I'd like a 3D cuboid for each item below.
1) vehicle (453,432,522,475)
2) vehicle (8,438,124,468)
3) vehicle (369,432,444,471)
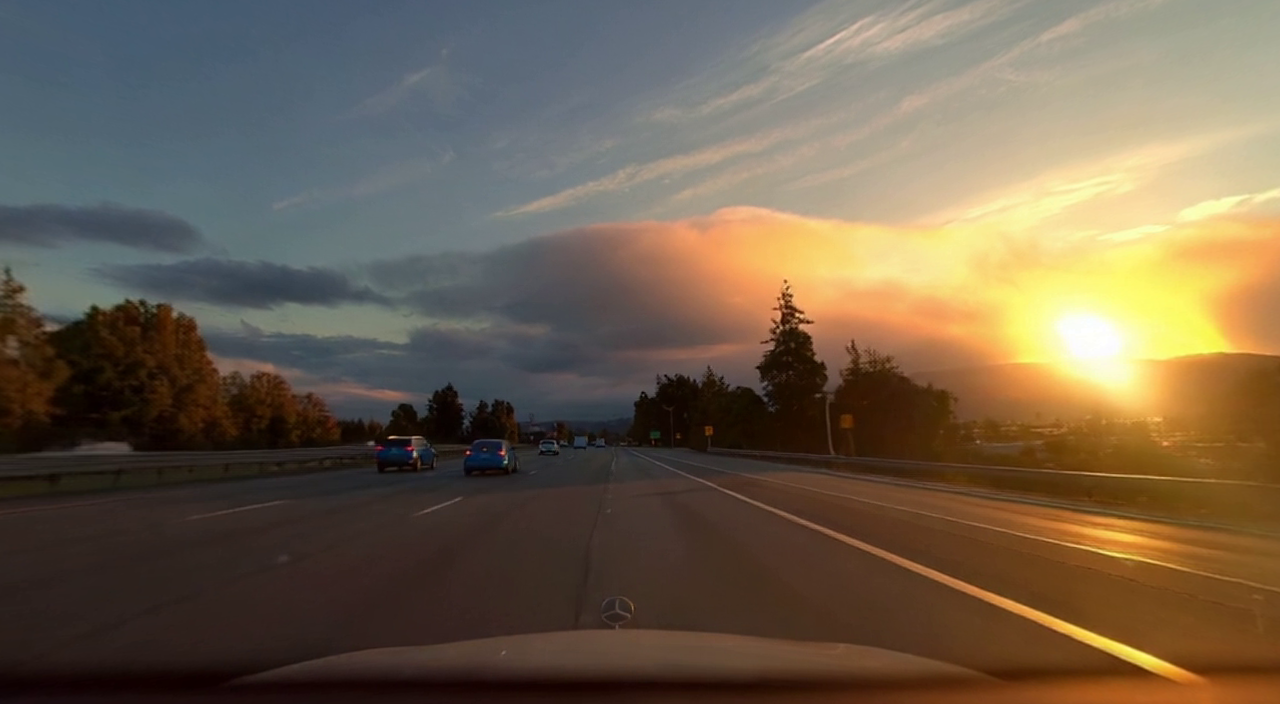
[{"bbox_3d":[-6.809,4.596,28.771,2.146,1.766,4.502,0,-9,-2],"label":"vehicle"},{"bbox_3d":[-31.550,5.580,34.958,1.905,1.506,4.931,0,-9,-2],"label":"vehicle"},{"bbox_3d":[-11.141,4.813,30.502,2.016,1.711,4.365,0,-9,-1],"label":"vehicle"}]
